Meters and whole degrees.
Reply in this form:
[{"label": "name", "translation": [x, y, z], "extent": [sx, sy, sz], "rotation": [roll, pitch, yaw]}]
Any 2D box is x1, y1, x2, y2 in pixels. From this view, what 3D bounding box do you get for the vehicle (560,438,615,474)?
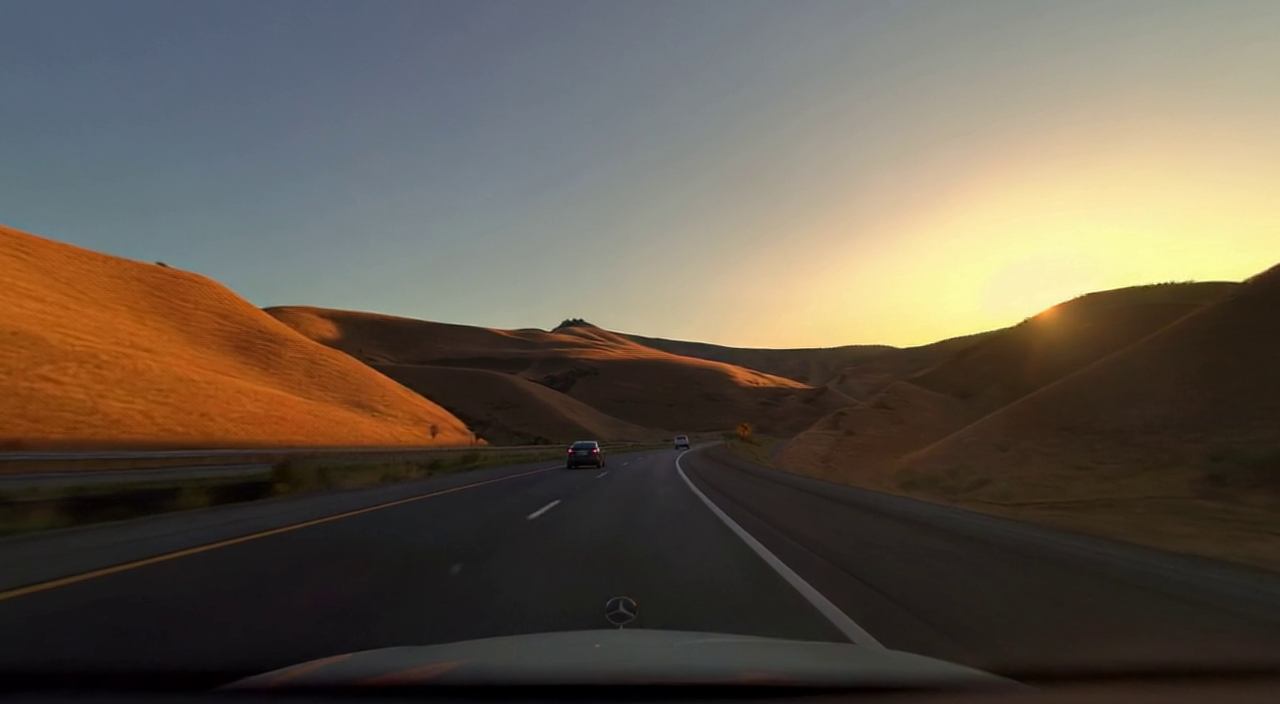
[{"label": "vehicle", "translation": [-2.696, 5.483, 33.368], "extent": [2.252, 1.743, 4.560], "rotation": [-1, -9, 3]}]
